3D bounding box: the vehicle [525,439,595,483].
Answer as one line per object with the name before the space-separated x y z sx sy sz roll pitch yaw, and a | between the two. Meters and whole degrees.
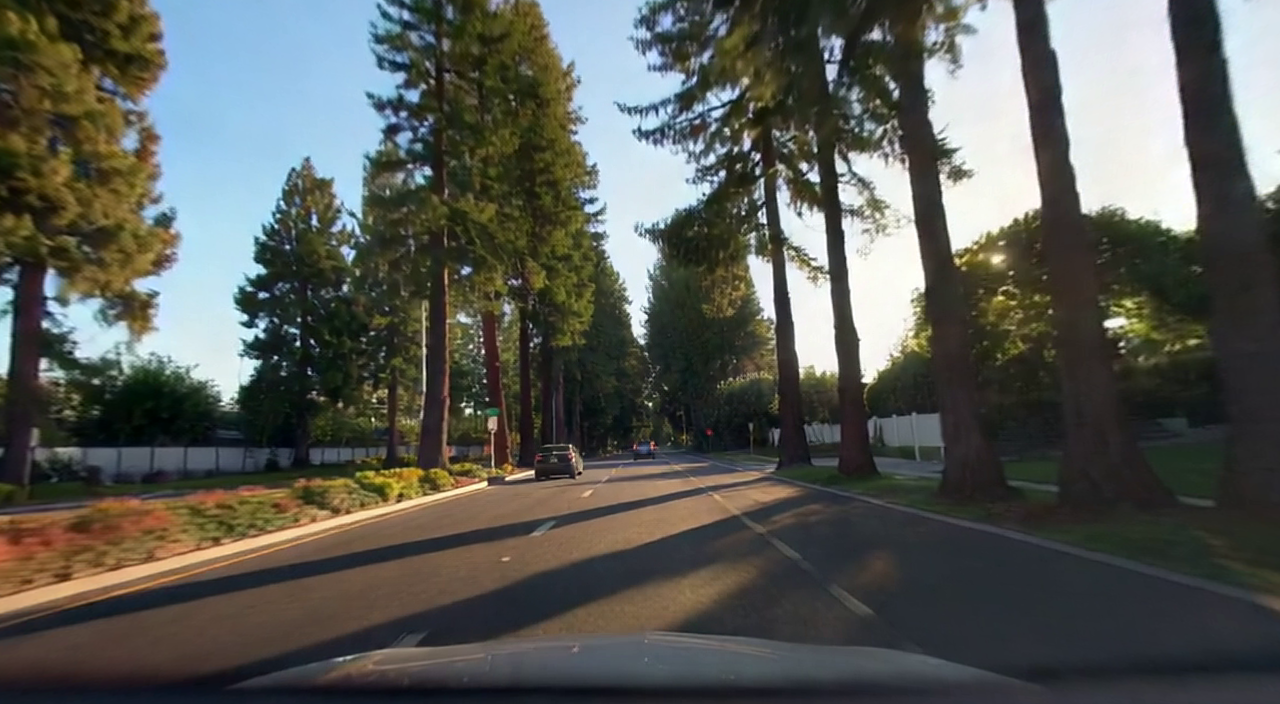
vehicle | -2.894 4.061 23.753 2.021 1.466 4.330 0 -8 1
